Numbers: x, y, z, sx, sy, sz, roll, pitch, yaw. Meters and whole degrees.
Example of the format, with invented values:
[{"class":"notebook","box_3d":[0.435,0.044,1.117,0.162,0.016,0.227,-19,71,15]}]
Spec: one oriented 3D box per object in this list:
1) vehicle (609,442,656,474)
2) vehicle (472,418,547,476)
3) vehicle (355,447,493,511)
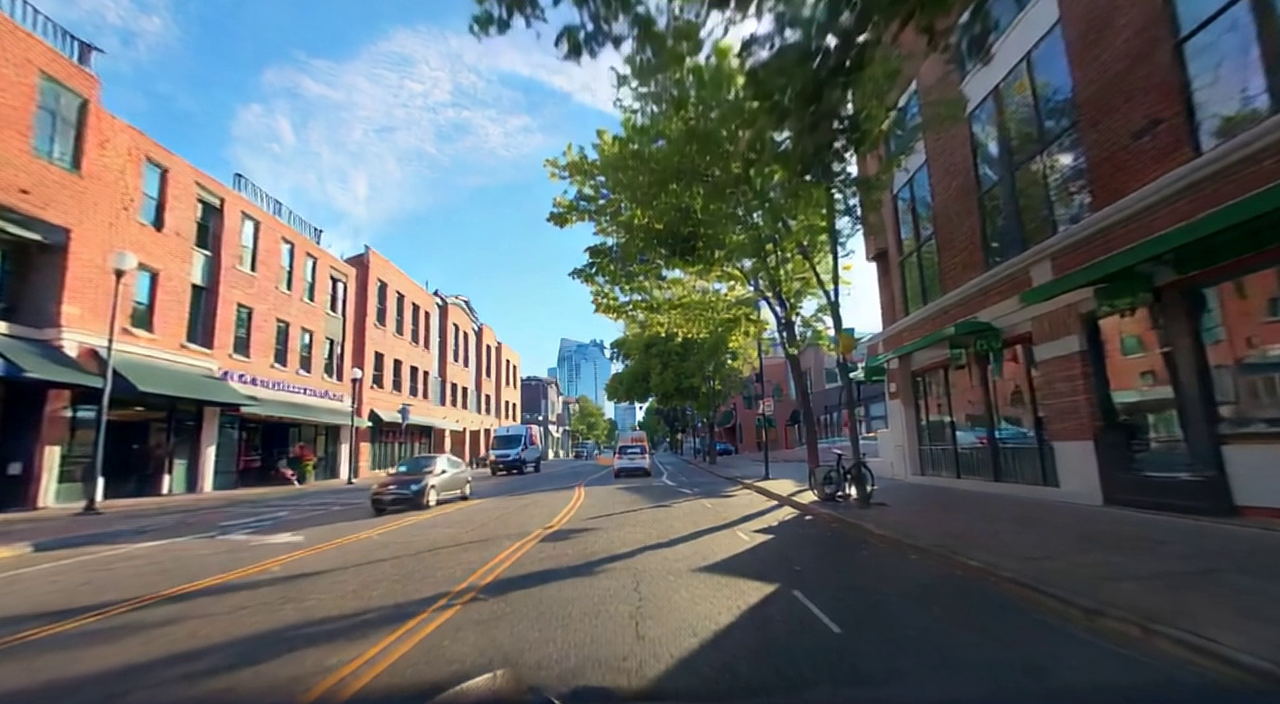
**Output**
[{"class":"vehicle","box_3d":[-0.368,5.685,34.124,2.356,1.572,4.810,0,-9,1]},{"class":"vehicle","box_3d":[-7.527,5.652,37.511,2.754,3.065,7.103,0,-9,1]},{"class":"vehicle","box_3d":[-5.696,3.379,17.368,2.039,1.484,4.391,-1,-9,3]}]
